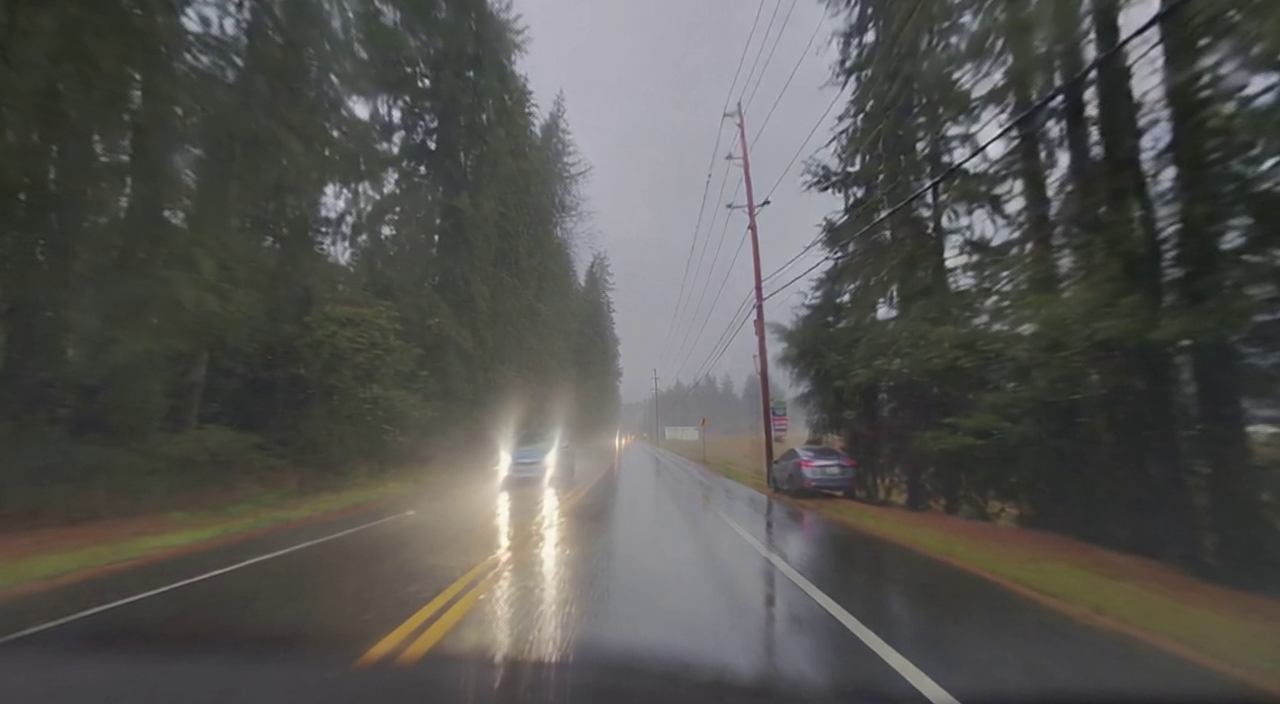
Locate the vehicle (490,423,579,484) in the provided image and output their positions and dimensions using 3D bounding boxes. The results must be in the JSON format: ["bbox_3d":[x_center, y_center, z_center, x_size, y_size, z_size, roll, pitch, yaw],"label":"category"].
[{"bbox_3d":[-3.220,3.214,20.209,2.023,1.722,4.372,0,-8,1],"label":"vehicle"}]

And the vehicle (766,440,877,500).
[{"bbox_3d":[5.021,3.286,18.131,1.905,1.482,4.240,0,-8,0],"label":"vehicle"}]
